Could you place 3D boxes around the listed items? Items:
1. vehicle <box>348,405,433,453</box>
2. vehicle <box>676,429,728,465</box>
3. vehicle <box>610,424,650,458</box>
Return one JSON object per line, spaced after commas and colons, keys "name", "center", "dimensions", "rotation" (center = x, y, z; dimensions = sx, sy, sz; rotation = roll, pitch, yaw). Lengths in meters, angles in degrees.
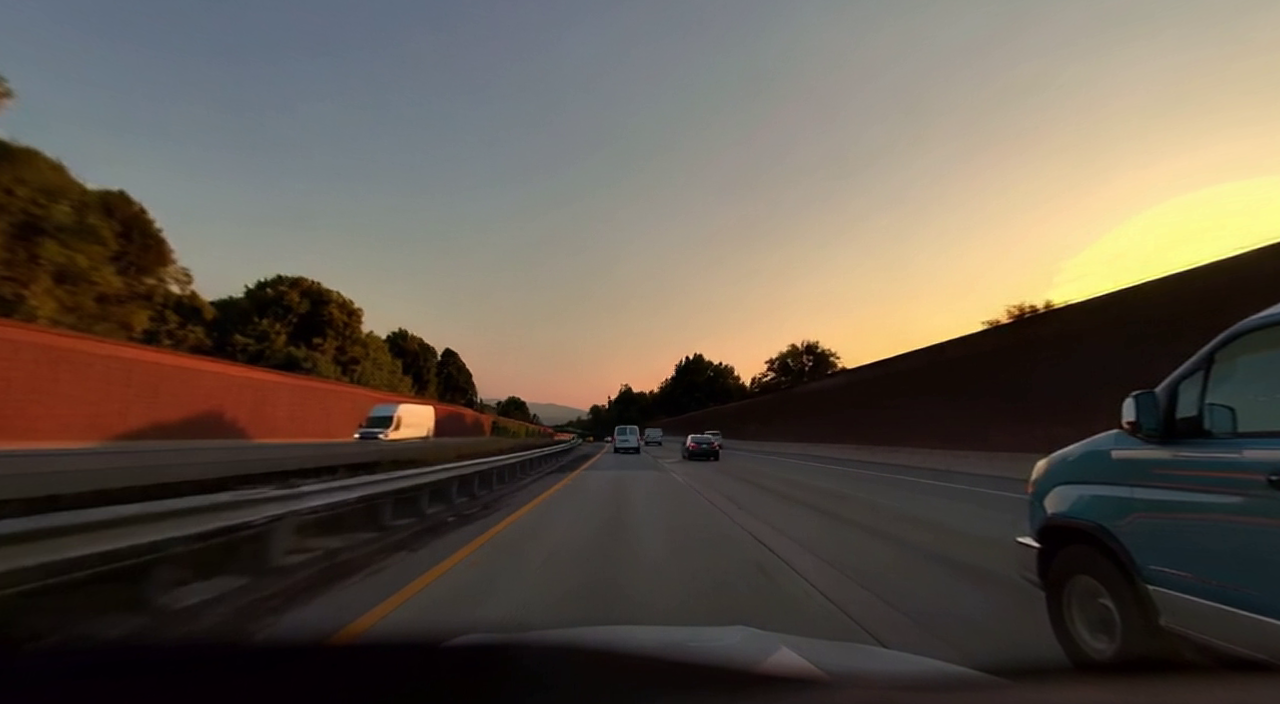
{"name": "vehicle", "center": [-17.640, 5.555, 45.169], "dimensions": [2.842, 3.134, 7.777], "rotation": [0, -8, 0]}
{"name": "vehicle", "center": [2.954, 4.594, 30.649], "dimensions": [1.996, 1.589, 3.715], "rotation": [0, -8, -2]}
{"name": "vehicle", "center": [-0.636, 5.694, 40.361], "dimensions": [2.403, 1.994, 4.683], "rotation": [0, -8, -1]}
